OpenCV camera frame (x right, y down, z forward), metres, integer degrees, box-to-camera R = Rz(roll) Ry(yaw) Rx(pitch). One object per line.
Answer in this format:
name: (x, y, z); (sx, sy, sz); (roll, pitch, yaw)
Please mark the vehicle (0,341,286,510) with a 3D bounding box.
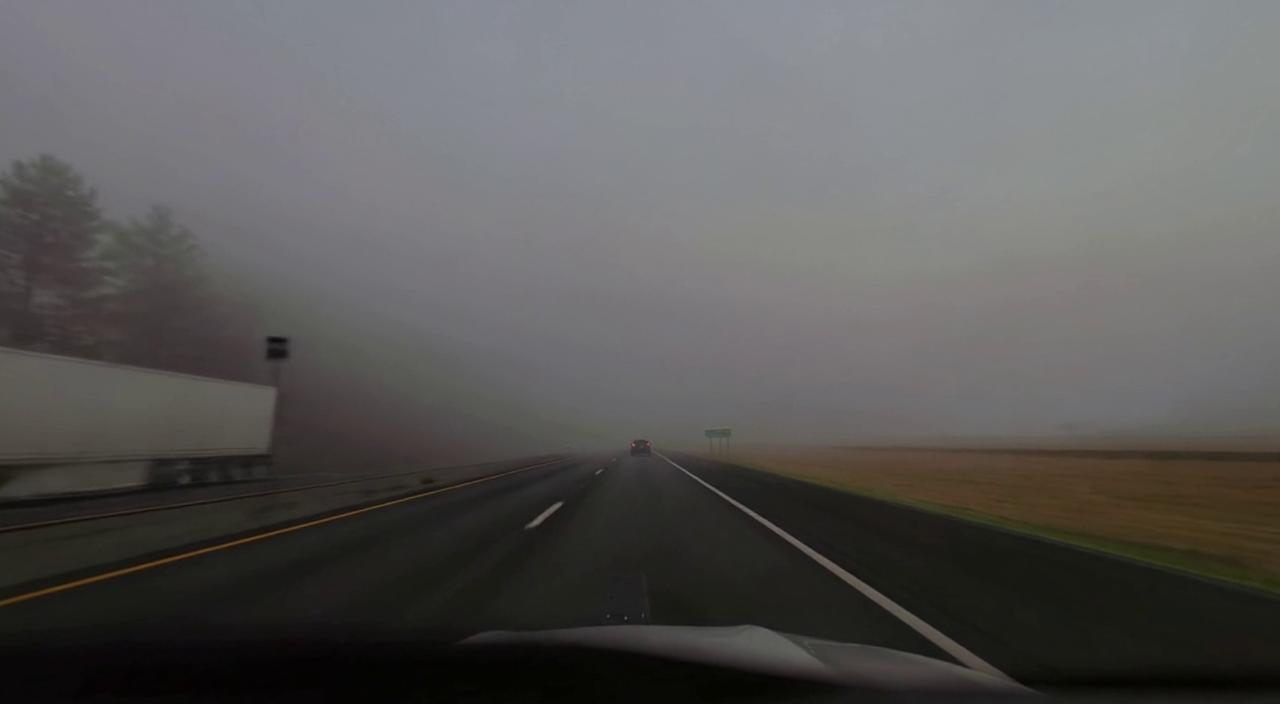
vehicle: (-16.429, 2.360, 18.986); (2.947, 3.905, 14.614); (0, -8, 0)
